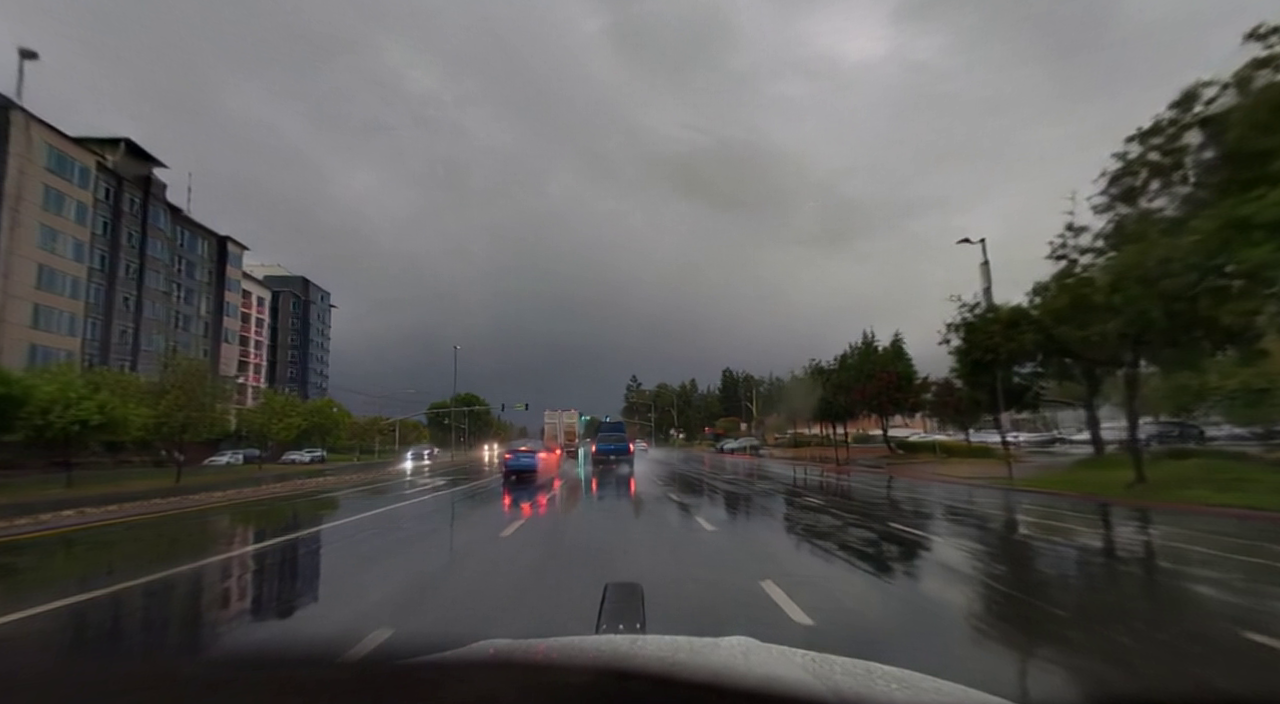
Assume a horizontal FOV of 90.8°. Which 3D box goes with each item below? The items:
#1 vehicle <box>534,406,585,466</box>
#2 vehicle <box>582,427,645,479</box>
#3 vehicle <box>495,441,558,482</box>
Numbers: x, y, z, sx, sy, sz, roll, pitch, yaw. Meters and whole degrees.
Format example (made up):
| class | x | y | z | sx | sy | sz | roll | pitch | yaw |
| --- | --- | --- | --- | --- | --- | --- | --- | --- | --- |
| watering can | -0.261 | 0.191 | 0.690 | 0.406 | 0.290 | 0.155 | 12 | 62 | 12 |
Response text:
| class | x | y | z | sx | sy | sz | roll | pitch | yaw |
| --- | --- | --- | --- | --- | --- | --- | --- | --- | --- |
| vehicle | -5.722 | 6.314 | 46.976 | 2.918 | 3.741 | 13.683 | 0 | -8 | -4 |
| vehicle | -1.100 | 3.981 | 25.120 | 2.260 | 1.872 | 4.578 | 0 | -8 | -4 |
| vehicle | -4.392 | 4.294 | 25.149 | 1.904 | 1.460 | 4.300 | 0 | -8 | -3 |
